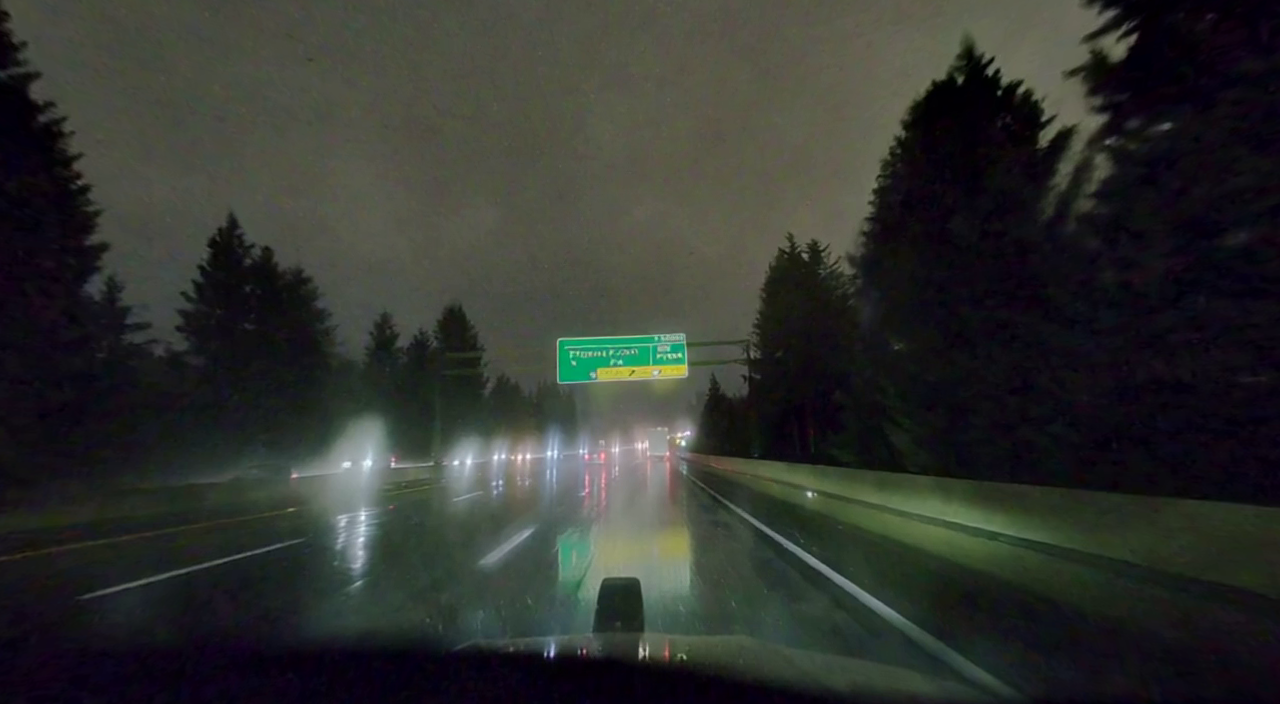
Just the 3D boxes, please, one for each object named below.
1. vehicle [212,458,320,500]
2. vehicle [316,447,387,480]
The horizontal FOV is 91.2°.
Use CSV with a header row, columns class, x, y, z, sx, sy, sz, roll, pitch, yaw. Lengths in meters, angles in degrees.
class,x,y,z,sx,sy,sz,roll,pitch,yaw
vehicle,-15.139,5.150,25.670,1.869,1.484,3.976,0,-9,1
vehicle,-19.068,7.370,41.756,2.178,1.980,5.087,0,-9,1
